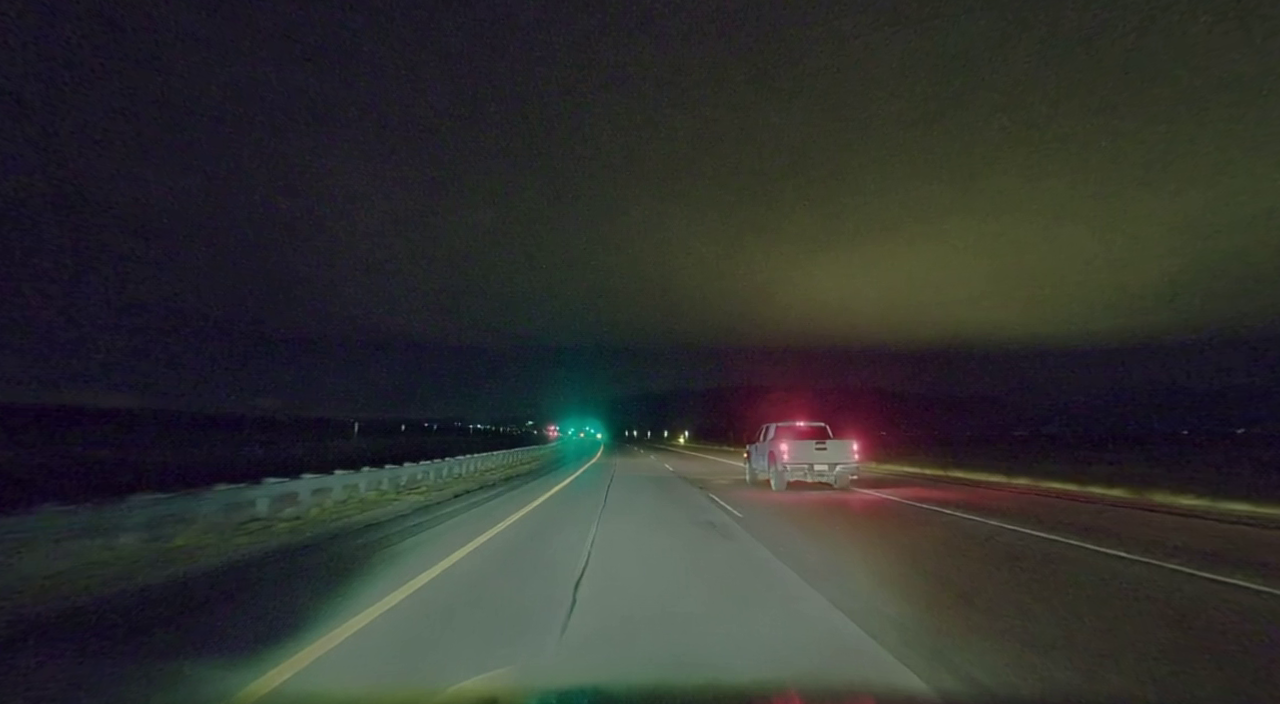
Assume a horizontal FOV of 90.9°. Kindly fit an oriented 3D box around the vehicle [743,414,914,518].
[{"bbox_3d":[3.387,2.118,12.303,1.941,1.655,4.137,0,-8,-2],"label":"vehicle"}]
